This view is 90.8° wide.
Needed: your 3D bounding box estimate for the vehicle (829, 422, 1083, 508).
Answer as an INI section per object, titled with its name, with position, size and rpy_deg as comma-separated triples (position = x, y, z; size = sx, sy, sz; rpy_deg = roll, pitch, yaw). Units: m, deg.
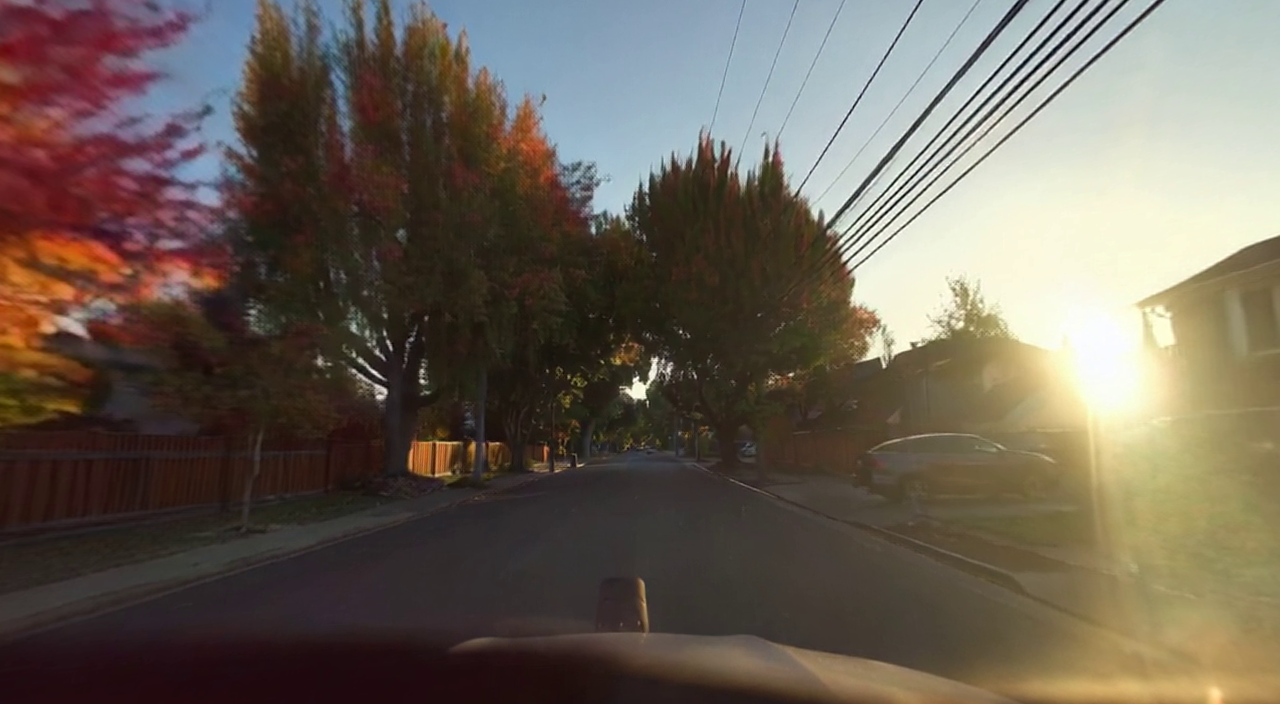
[vehicle]
position = 7.176, 2.613, 14.834
size = 4.806, 1.851, 2.050
rpy_deg = 0, -9, 2
